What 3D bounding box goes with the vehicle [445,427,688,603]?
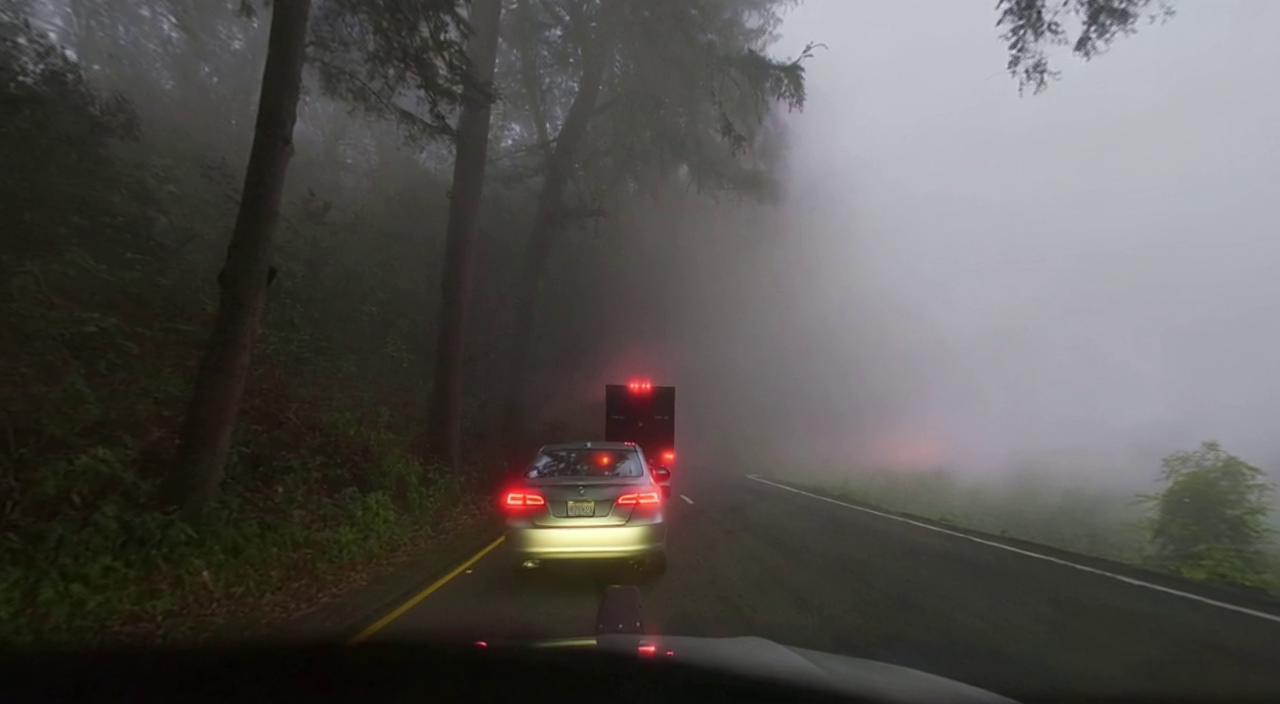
[{"bbox_3d":[-0.623,1.711,7.509,2.076,1.490,4.078,0,-9,0],"label":"vehicle"}]
